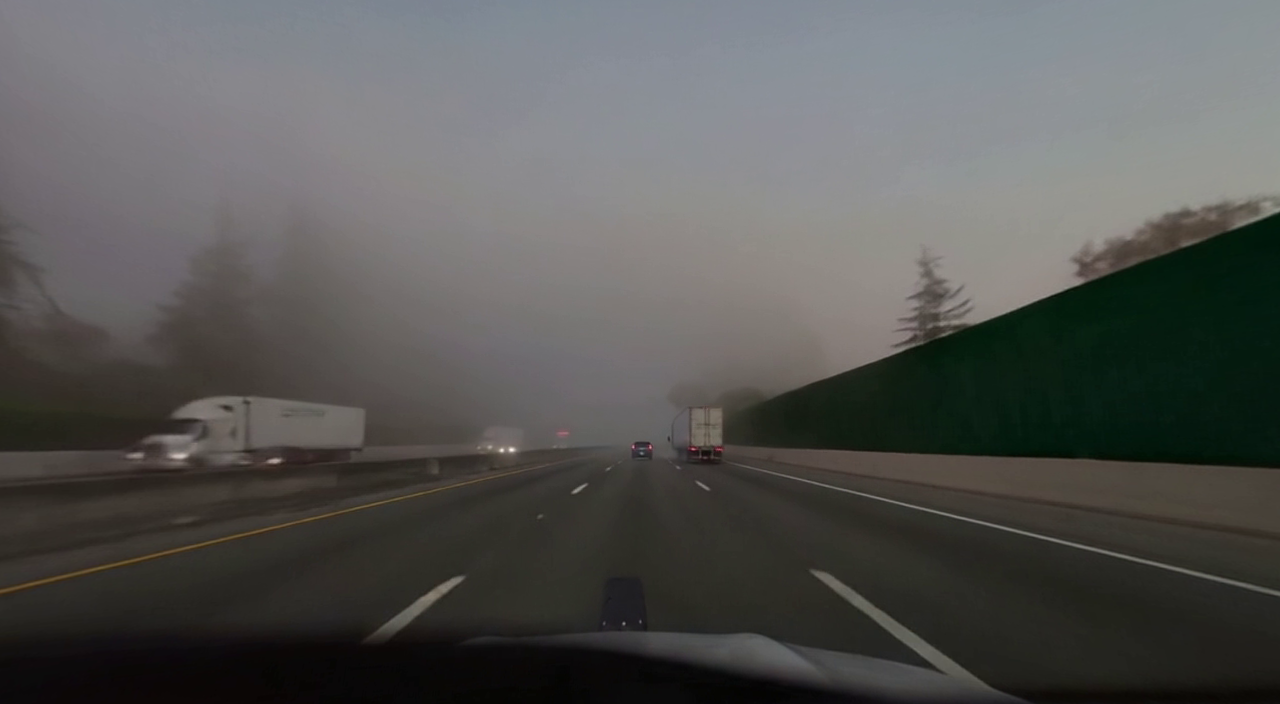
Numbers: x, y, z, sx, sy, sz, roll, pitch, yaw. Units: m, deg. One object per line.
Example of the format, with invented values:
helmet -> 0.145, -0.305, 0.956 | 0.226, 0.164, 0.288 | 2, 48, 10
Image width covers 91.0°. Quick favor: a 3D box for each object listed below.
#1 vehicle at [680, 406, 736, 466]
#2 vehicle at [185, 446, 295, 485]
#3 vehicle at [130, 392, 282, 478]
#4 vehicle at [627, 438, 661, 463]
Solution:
vehicle -> 4.106, 5.354, 39.731 | 2.742, 3.383, 8.285 | 0, -8, 1
vehicle -> -16.742, 4.730, 26.627 | 1.854, 1.460, 4.211 | 0, -8, 1
vehicle -> -21.171, 4.138, 31.256 | 2.976, 3.849, 6.089 | 0, -8, 0
vehicle -> 0.322, 7.280, 46.844 | 2.389, 1.760, 4.473 | 0, -8, 1
